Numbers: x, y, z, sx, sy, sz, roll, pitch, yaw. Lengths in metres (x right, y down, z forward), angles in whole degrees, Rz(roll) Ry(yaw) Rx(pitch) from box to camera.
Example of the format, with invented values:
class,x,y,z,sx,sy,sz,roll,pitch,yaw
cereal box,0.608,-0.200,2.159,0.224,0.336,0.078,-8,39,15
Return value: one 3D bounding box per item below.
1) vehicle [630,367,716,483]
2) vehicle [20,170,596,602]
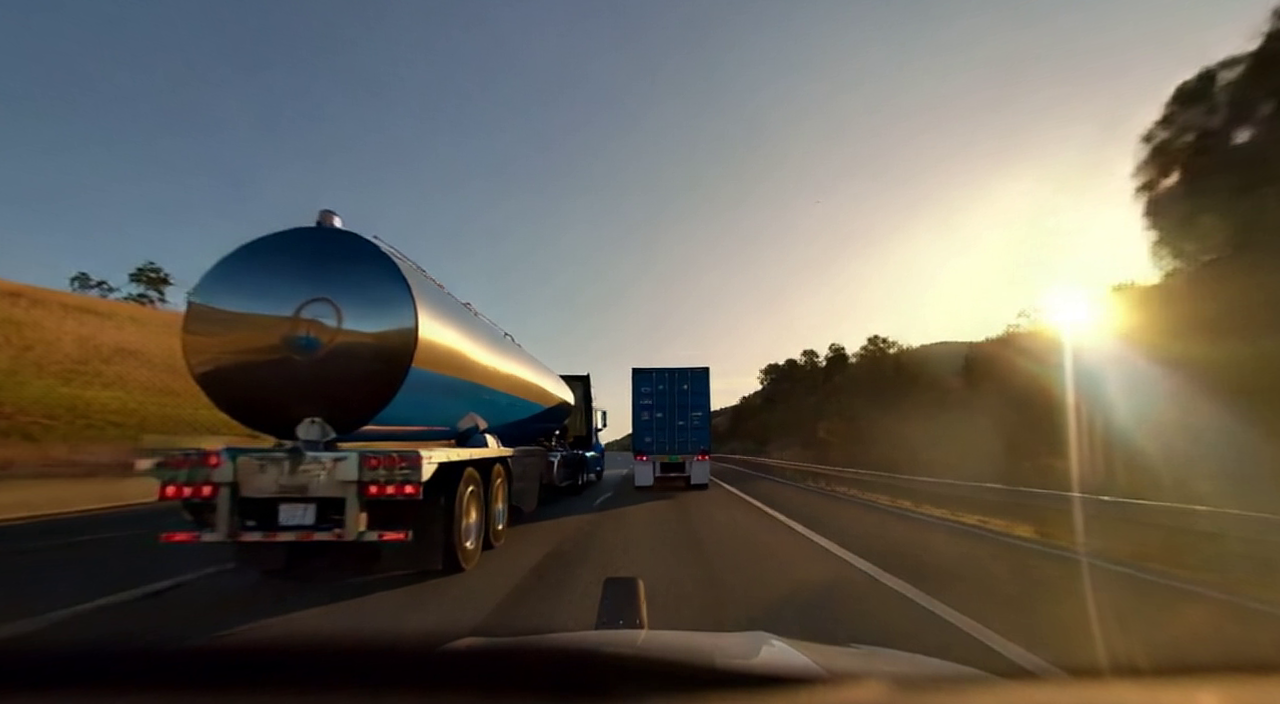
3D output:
class,x,y,z,sx,sy,sz,roll,pitch,yaw
vehicle,1.249,3.367,27.527,2.942,4.003,11.297,0,-9,1
vehicle,-3.292,1.494,13.805,3.267,3.655,17.154,0,-9,0
